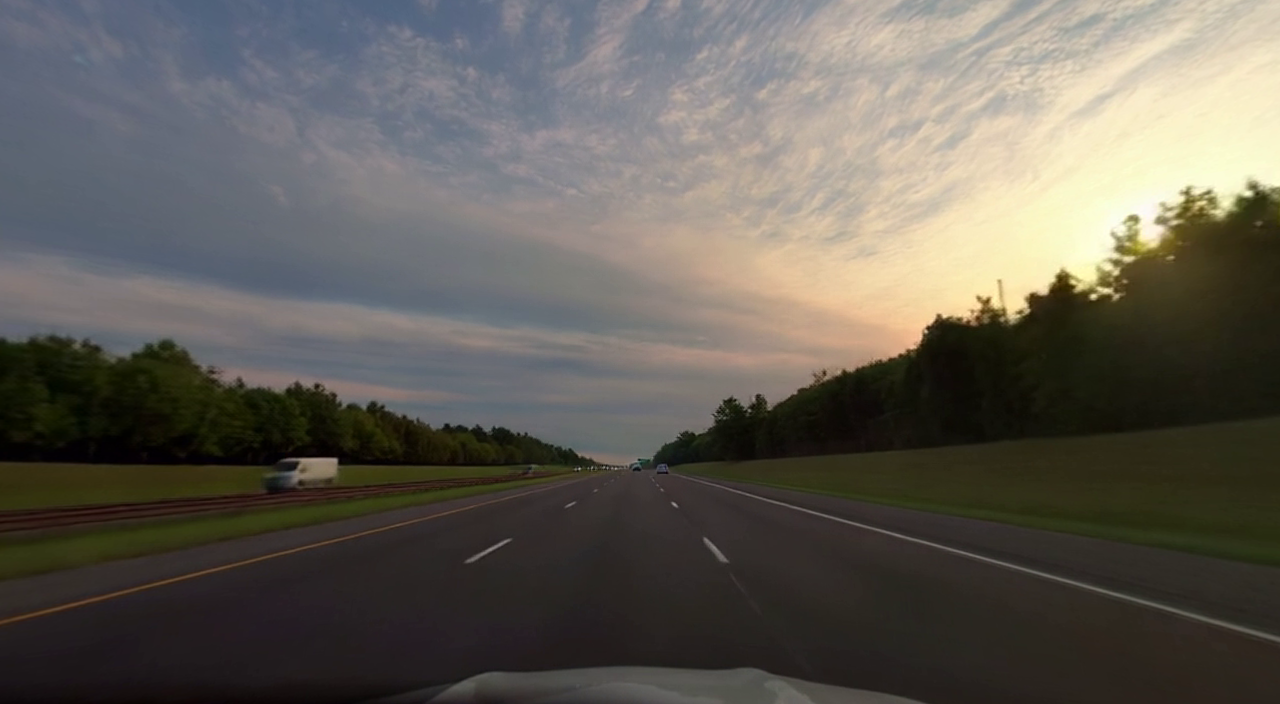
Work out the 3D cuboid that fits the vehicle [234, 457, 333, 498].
[{"bbox_3d":[-18.047,6.385,32.234,2.067,1.886,4.920,1,-10,1],"label":"vehicle"}]
